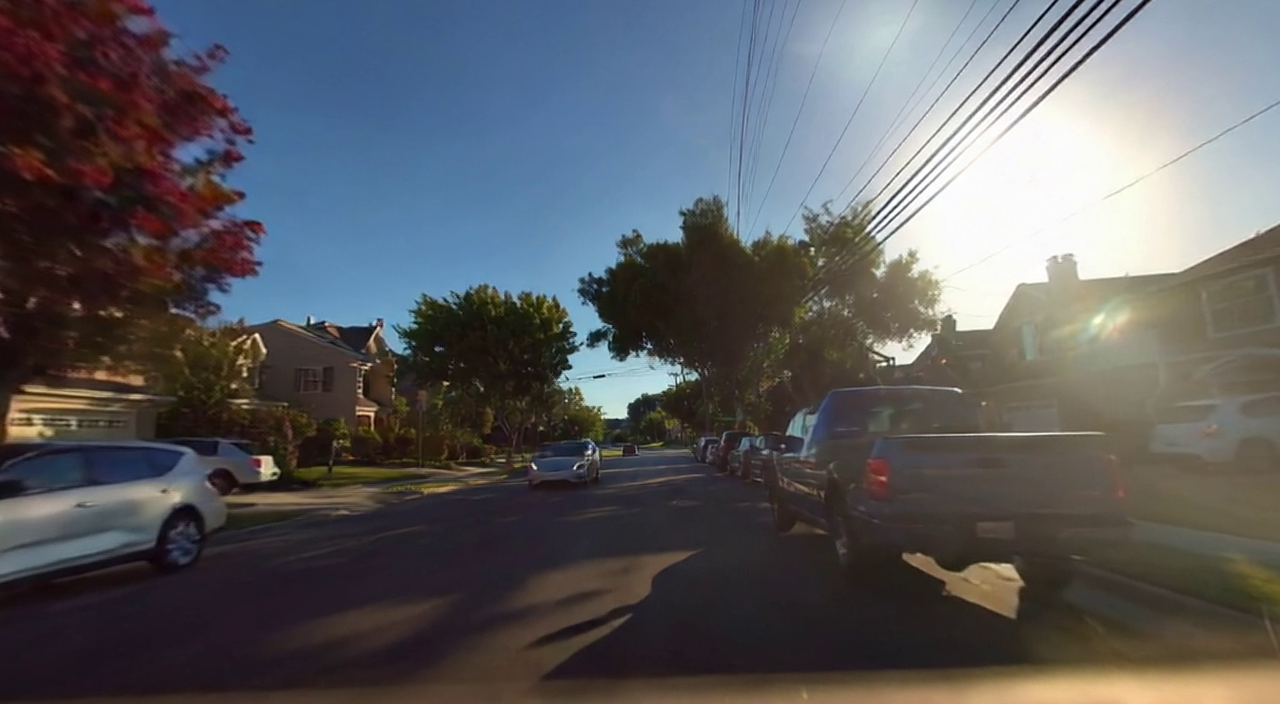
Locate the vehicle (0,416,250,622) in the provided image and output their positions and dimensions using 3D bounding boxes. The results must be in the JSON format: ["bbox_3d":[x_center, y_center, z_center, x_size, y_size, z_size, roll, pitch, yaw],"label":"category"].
[{"bbox_3d":[-6.548,1.619,6.604,1.930,1.784,4.474,0,-8,2],"label":"vehicle"}]

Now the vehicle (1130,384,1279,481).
[{"bbox_3d":[14.318,1.722,14.109,4.778,1.903,2.205,-3,-8,-1],"label":"vehicle"}]

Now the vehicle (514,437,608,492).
[{"bbox_3d":[-2.372,3.520,20.215,2.213,1.548,4.370,0,-8,3],"label":"vehicle"}]

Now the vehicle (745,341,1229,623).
[{"bbox_3d":[3.010,1.385,7.838,2.437,2.015,6.511,0,-8,1],"label":"vehicle"}]
